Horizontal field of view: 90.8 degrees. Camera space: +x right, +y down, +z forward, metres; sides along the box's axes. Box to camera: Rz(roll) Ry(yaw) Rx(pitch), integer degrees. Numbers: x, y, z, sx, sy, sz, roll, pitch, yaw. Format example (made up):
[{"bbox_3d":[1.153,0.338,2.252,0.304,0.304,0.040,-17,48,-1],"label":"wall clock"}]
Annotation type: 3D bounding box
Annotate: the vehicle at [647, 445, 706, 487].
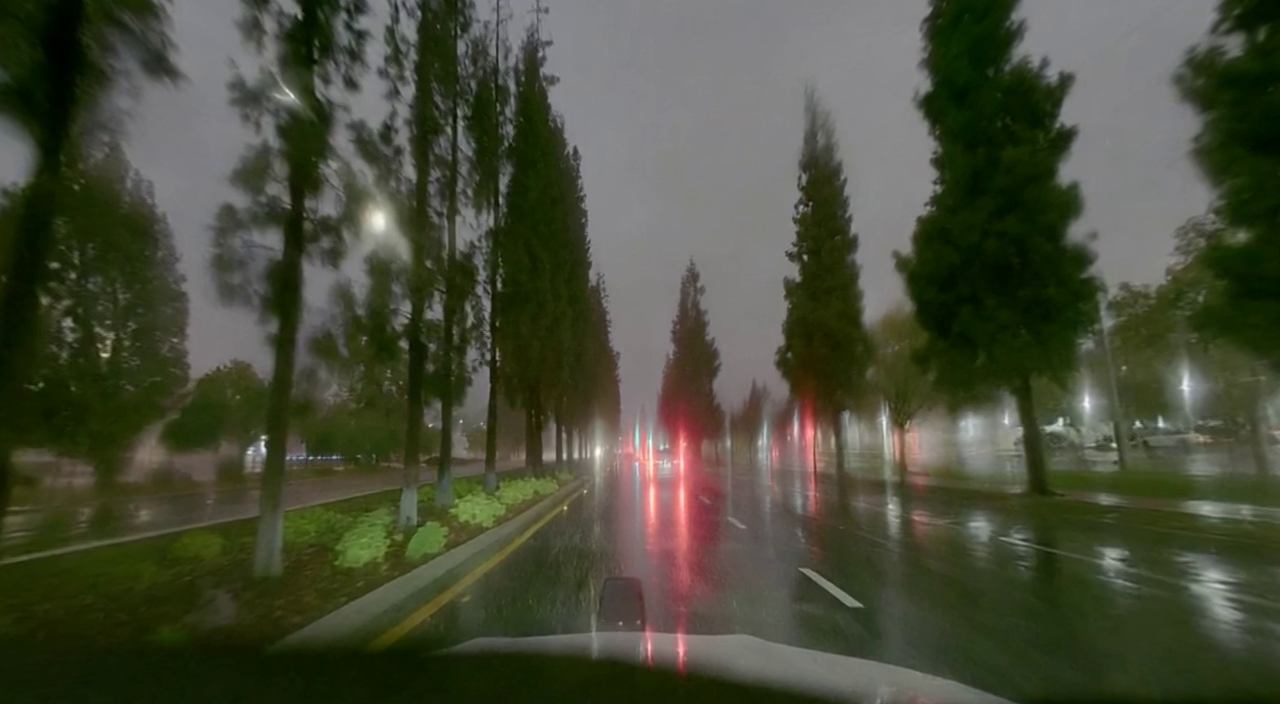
[{"bbox_3d":[1.432,4.765,26.836,2.048,1.584,4.393,0,-8,-3],"label":"vehicle"}]
